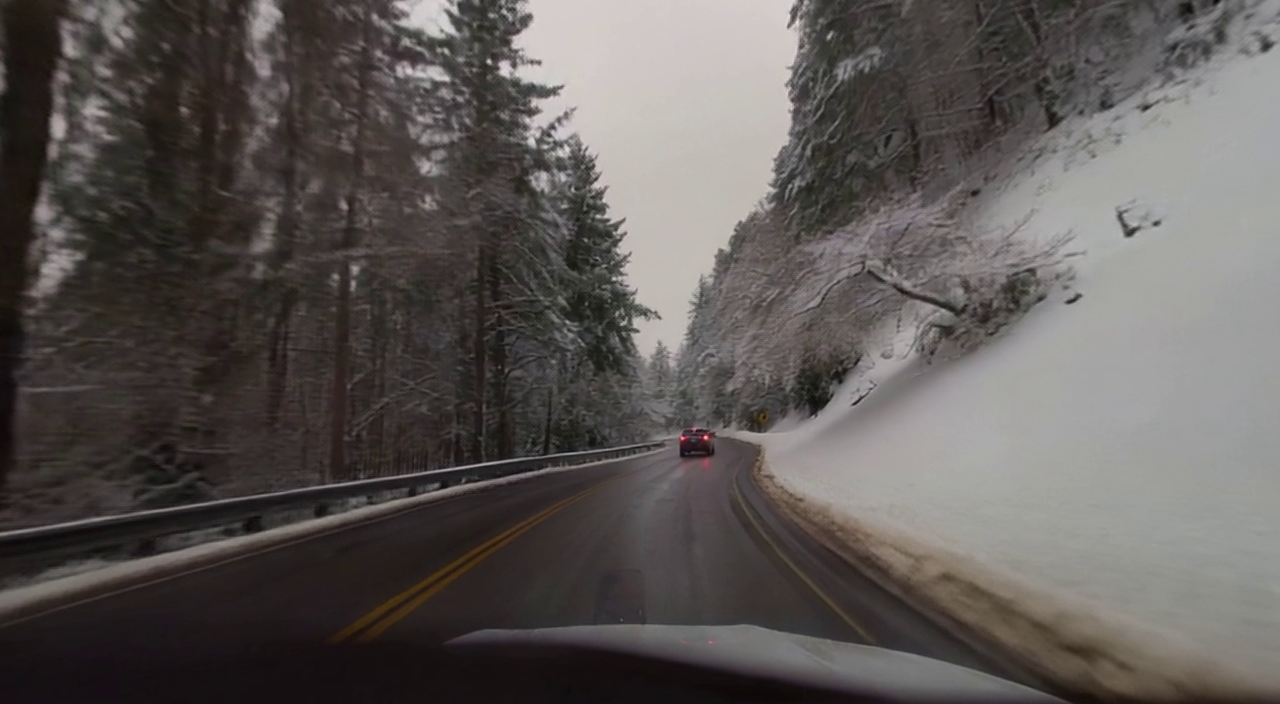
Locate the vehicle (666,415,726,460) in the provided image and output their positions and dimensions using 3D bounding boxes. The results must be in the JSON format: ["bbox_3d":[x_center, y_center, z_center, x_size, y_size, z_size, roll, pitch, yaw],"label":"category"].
[{"bbox_3d":[2.922,4.329,31.854,2.469,1.953,5.605,-5,-9,9],"label":"vehicle"}]
